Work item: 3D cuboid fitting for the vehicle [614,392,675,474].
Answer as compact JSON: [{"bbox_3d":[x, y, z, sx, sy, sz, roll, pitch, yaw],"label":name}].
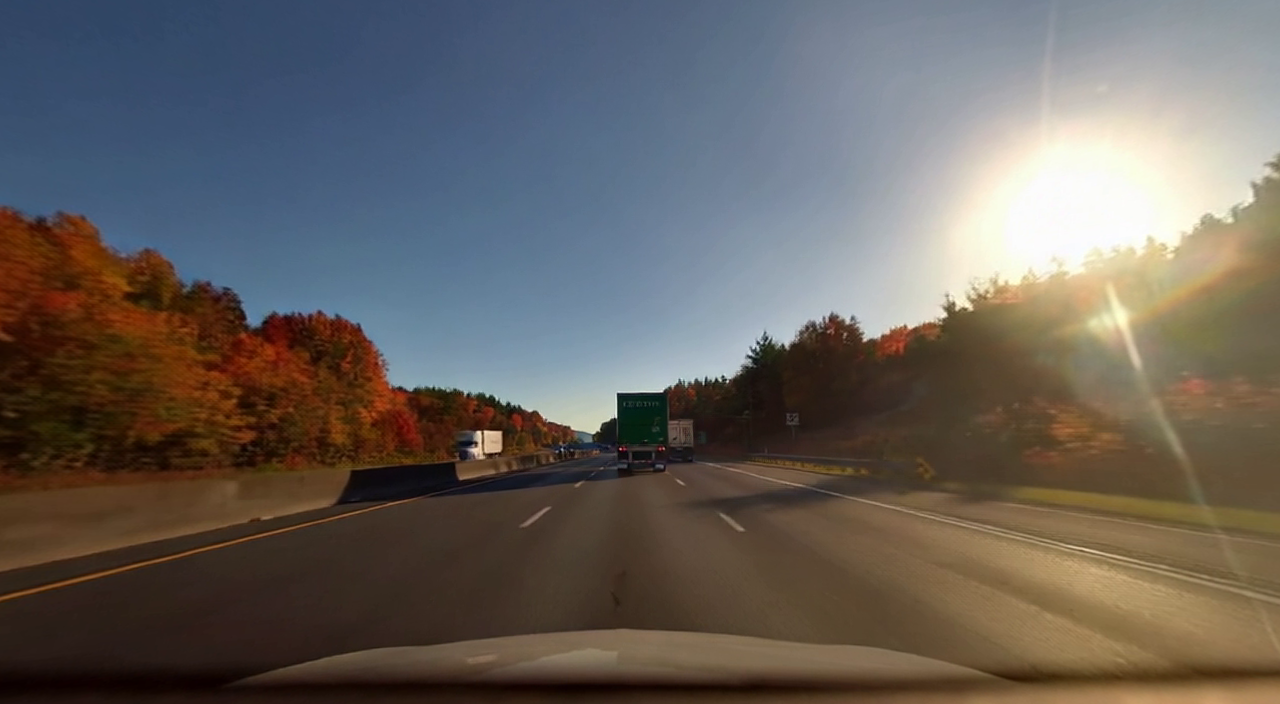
[{"bbox_3d":[0.189,4.858,36.679,3.057,4.073,10.792,0,-9,0],"label":"vehicle"}]
